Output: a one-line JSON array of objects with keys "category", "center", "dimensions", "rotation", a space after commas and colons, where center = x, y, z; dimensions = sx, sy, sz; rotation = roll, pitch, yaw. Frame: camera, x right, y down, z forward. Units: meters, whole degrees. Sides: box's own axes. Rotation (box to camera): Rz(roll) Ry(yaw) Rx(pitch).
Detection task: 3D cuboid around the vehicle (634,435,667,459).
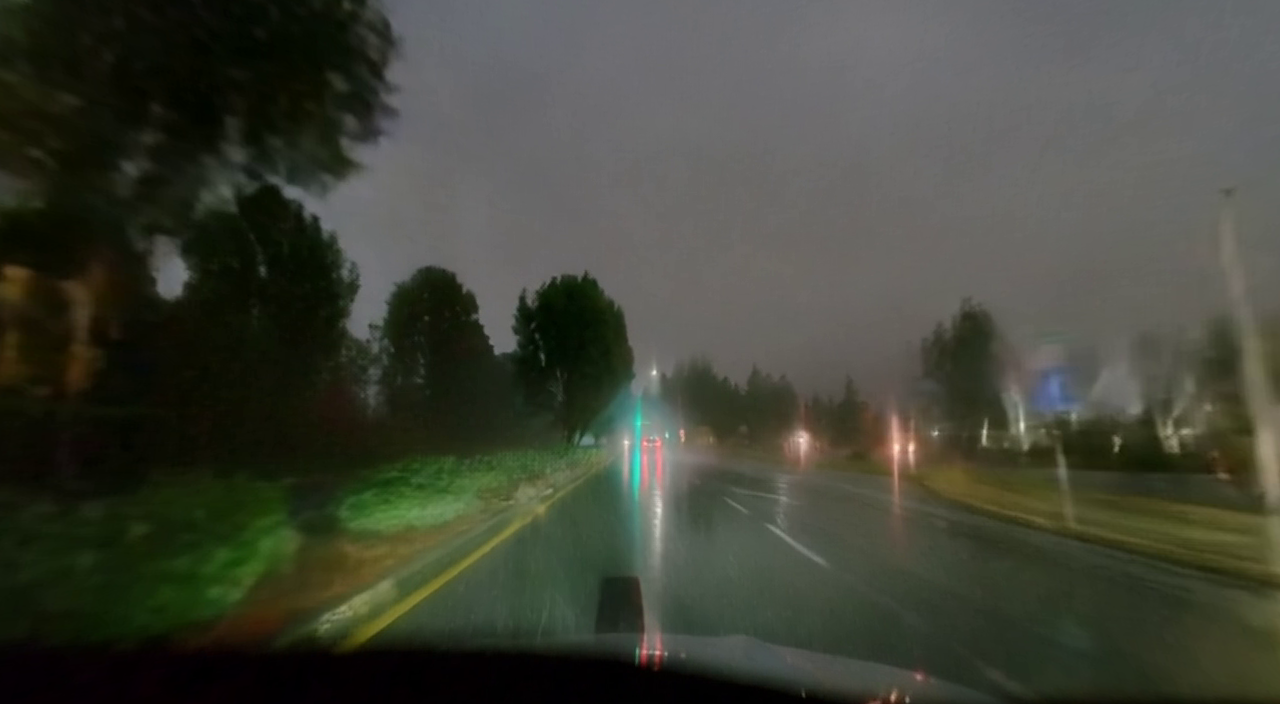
[{"category": "vehicle", "center": [0.744, 7.283, 48.282], "dimensions": [2.183, 1.744, 4.424], "rotation": [0, -9, -4]}]
